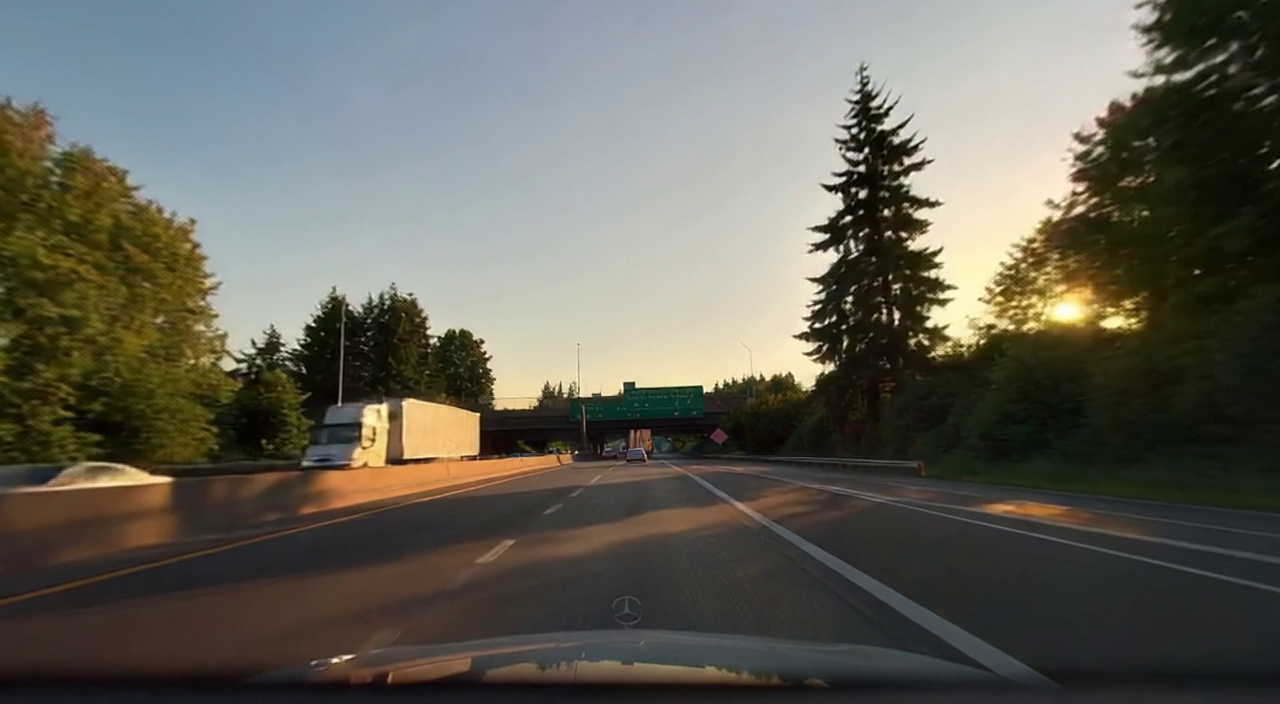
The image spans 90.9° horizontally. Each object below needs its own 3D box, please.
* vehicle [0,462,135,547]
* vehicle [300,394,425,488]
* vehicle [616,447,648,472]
[{"bbox_3d":[-12.432,2.815,11.600,2.077,1.435,5.032,0,-9,1],"label":"vehicle"},{"bbox_3d":[-12.592,4.143,29.242,2.969,3.863,5.830,0,-9,1],"label":"vehicle"},{"bbox_3d":[-0.455,6.614,39.036,1.860,1.473,3.689,0,-9,1],"label":"vehicle"}]
